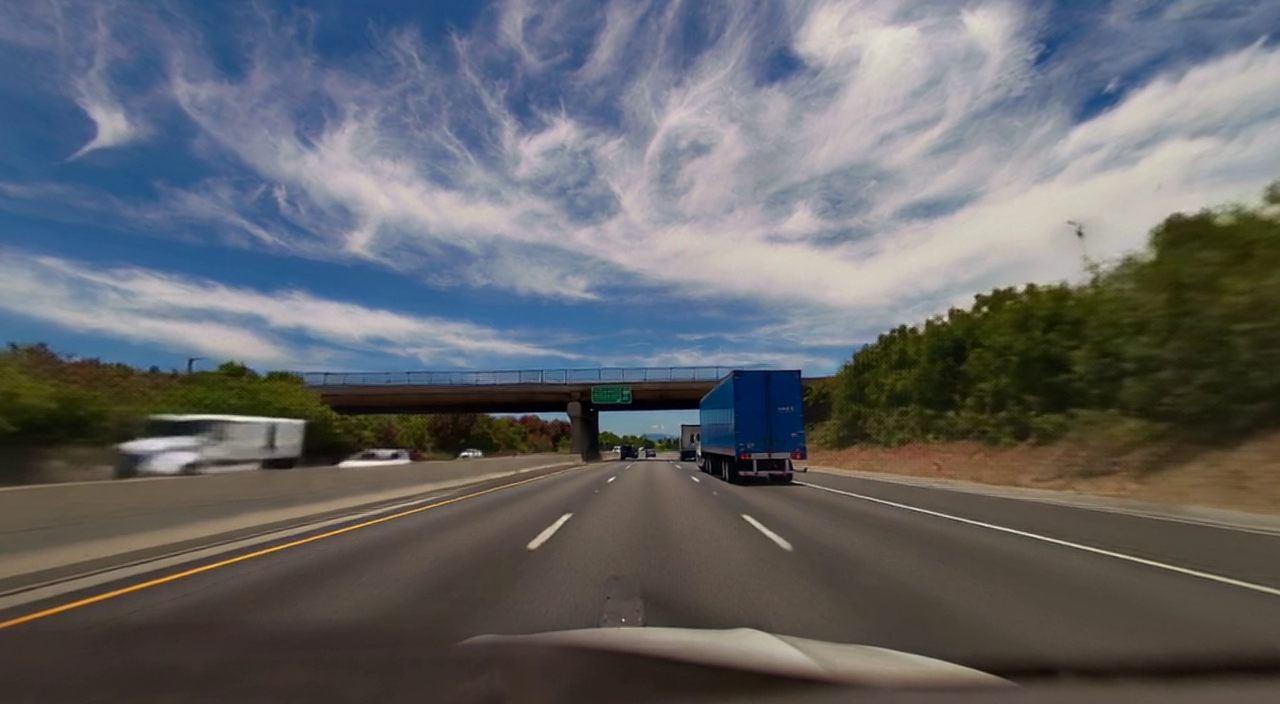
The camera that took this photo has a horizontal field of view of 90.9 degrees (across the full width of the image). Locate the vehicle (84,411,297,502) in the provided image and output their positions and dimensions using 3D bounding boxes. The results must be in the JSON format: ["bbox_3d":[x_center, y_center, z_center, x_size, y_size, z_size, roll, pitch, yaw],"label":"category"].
[{"bbox_3d":[-14.301,3.402,20.814,2.326,2.525,6.173,0,-9,1],"label":"vehicle"}]

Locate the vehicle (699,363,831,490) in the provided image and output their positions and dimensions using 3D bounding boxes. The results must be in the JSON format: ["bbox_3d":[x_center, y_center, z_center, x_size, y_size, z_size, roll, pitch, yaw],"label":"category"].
[{"bbox_3d":[4.643,3.438,27.248,2.825,4.054,14.210,0,-9,0],"label":"vehicle"}]

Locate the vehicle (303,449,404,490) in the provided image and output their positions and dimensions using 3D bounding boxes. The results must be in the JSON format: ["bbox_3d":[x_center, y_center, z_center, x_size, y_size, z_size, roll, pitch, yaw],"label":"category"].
[{"bbox_3d":[-11.028,4.532,24.614,1.936,1.444,4.138,0,-9,1],"label":"vehicle"}]
